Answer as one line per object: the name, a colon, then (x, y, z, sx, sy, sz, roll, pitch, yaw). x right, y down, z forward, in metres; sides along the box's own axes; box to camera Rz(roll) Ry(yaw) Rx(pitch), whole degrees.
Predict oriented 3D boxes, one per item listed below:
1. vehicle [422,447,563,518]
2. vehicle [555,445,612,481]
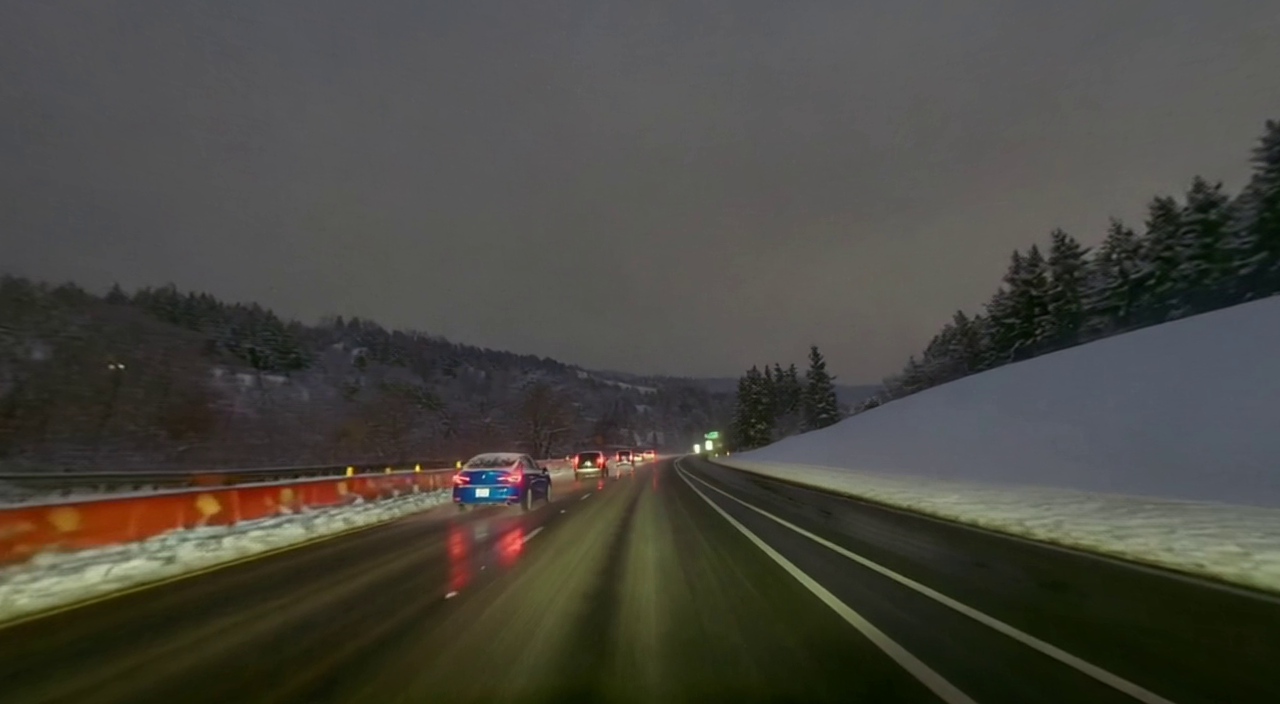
vehicle: (-3.014, 2.770, 13.860, 2.061, 1.330, 3.928, 0, -9, 1)
vehicle: (-2.452, 4.989, 28.505, 2.094, 1.480, 4.124, 0, -9, 2)
